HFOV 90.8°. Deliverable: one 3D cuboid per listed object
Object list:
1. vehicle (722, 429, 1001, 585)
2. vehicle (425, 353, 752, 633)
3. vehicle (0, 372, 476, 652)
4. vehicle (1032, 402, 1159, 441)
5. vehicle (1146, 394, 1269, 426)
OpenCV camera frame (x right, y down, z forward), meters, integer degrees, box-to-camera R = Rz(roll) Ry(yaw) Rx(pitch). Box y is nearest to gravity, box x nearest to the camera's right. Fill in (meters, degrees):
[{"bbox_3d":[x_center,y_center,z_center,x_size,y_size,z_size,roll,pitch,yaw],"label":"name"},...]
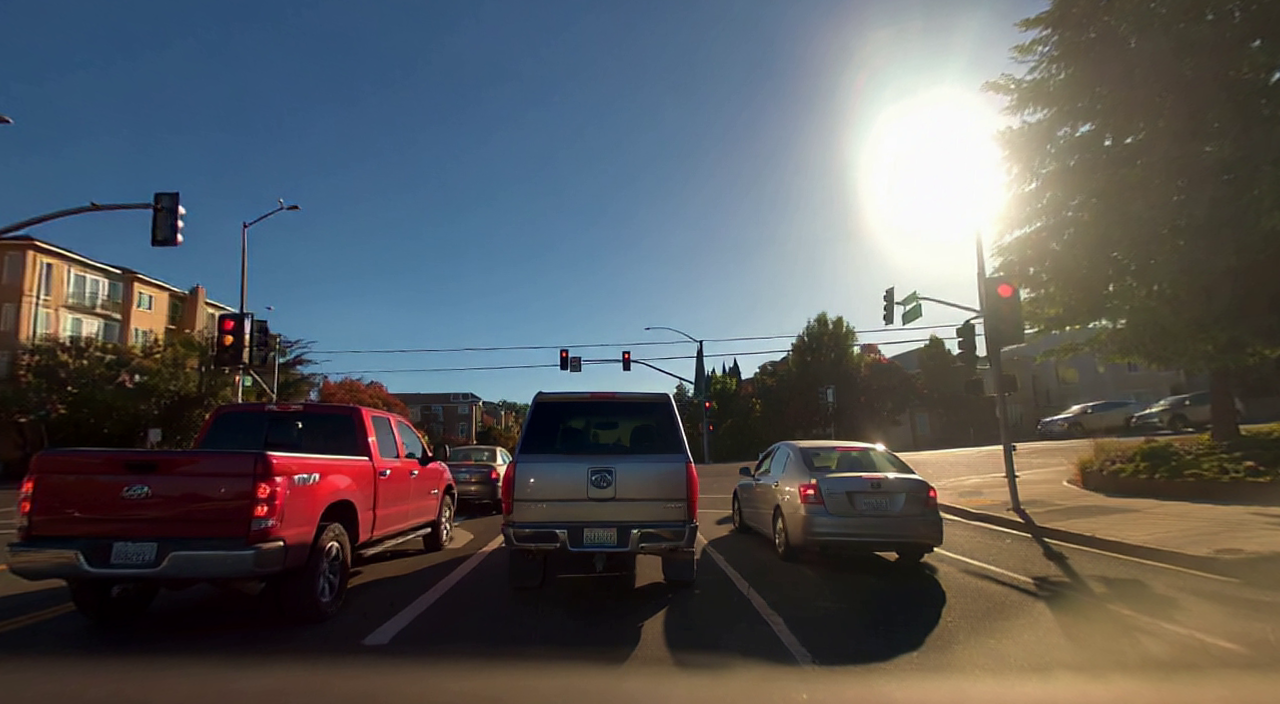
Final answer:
[{"bbox_3d":[2.415,1.814,8.283,2.016,1.481,4.336,0,-9,-1],"label":"vehicle"},{"bbox_3d":[-0.391,1.308,6.731,2.282,1.964,4.421,0,-9,-1],"label":"vehicle"},{"bbox_3d":[-3.453,1.427,6.803,2.146,1.828,5.148,0,-9,-2],"label":"vehicle"},{"bbox_3d":[23.303,3.596,32.470,4.721,1.866,2.188,0,-9,2],"label":"vehicle"},{"bbox_3d":[29.278,3.038,32.678,4.540,1.543,1.803,0,-9,1],"label":"vehicle"}]
